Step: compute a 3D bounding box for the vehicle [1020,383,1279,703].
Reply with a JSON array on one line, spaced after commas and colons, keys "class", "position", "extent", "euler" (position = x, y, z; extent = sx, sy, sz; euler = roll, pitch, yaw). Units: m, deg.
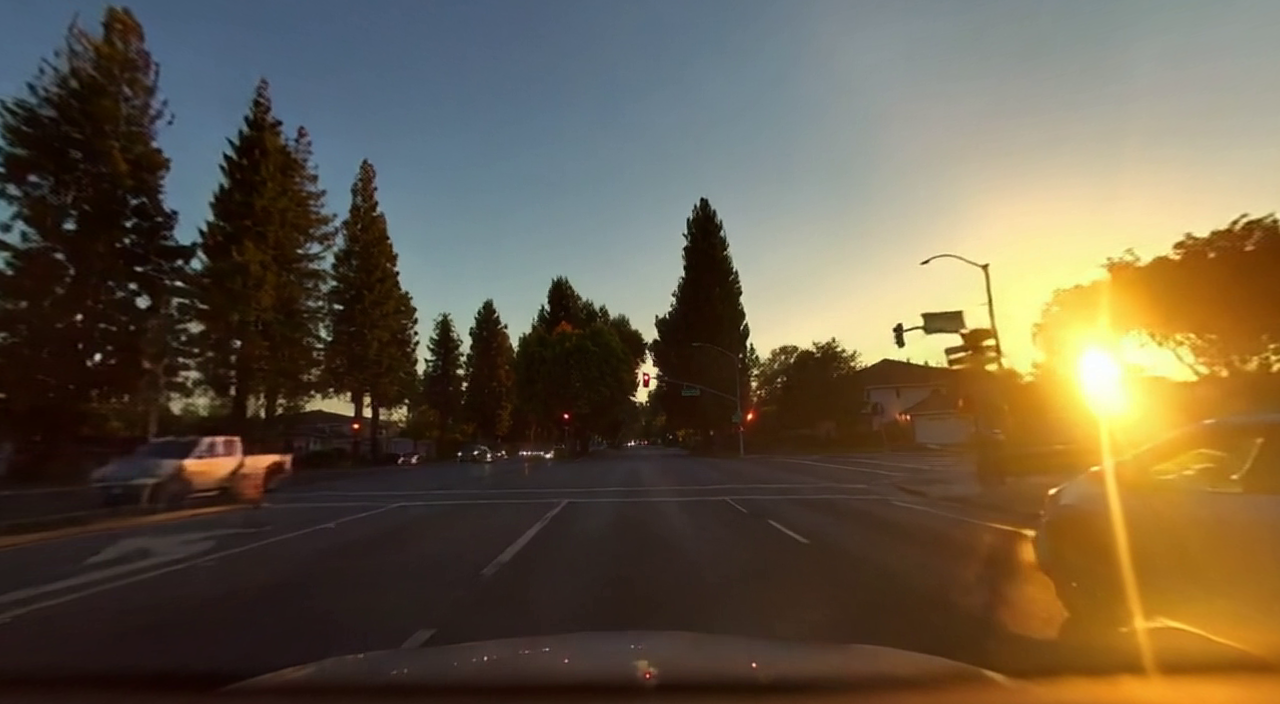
[{"class": "vehicle", "position": [4.214, 0.999, 3.428], "extent": [2.018, 1.591, 3.564], "euler": [0, -9, 0]}]

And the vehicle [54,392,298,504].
[{"class": "vehicle", "position": [-13.405, 2.888, 19.094], "extent": [2.357, 2.798, 6.419], "euler": [0, -9, 1]}]
